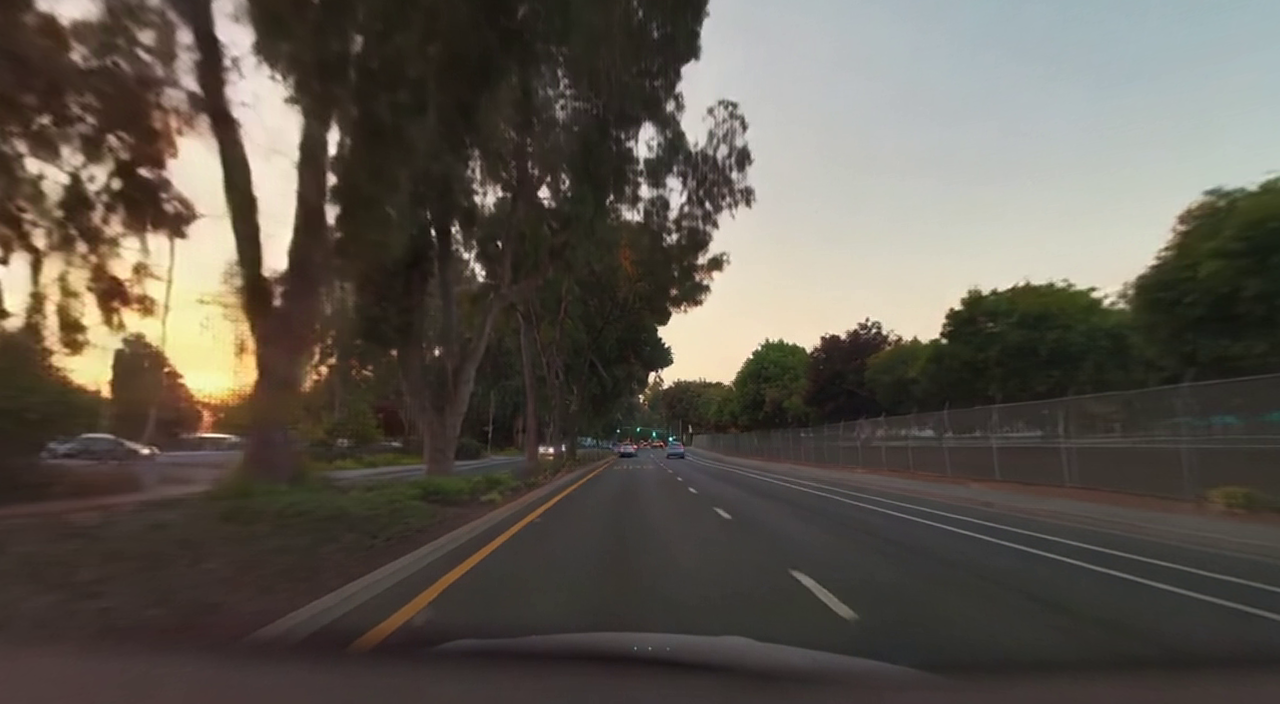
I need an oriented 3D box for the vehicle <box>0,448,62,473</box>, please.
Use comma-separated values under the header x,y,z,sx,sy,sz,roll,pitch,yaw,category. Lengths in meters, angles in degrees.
x,y,z,sx,sy,sz,roll,pitch,yaw,category
-39.187,6.777,39.483,1.763,1.419,4.591,-1,-7,0,vehicle
